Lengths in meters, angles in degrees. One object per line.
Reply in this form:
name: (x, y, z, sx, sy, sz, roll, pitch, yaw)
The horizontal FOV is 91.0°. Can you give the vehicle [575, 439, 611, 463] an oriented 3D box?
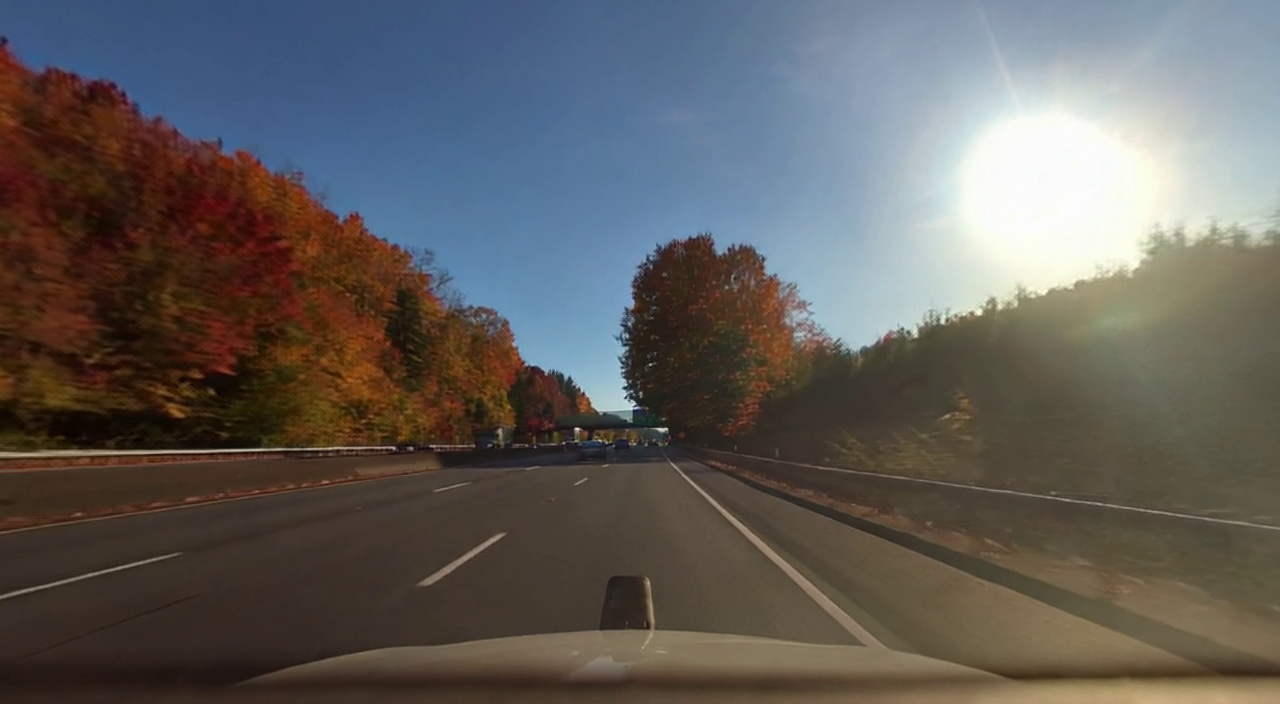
vehicle: (-3.362, 7.190, 45.700, 2.123, 1.643, 4.479, 0, -8, 1)
